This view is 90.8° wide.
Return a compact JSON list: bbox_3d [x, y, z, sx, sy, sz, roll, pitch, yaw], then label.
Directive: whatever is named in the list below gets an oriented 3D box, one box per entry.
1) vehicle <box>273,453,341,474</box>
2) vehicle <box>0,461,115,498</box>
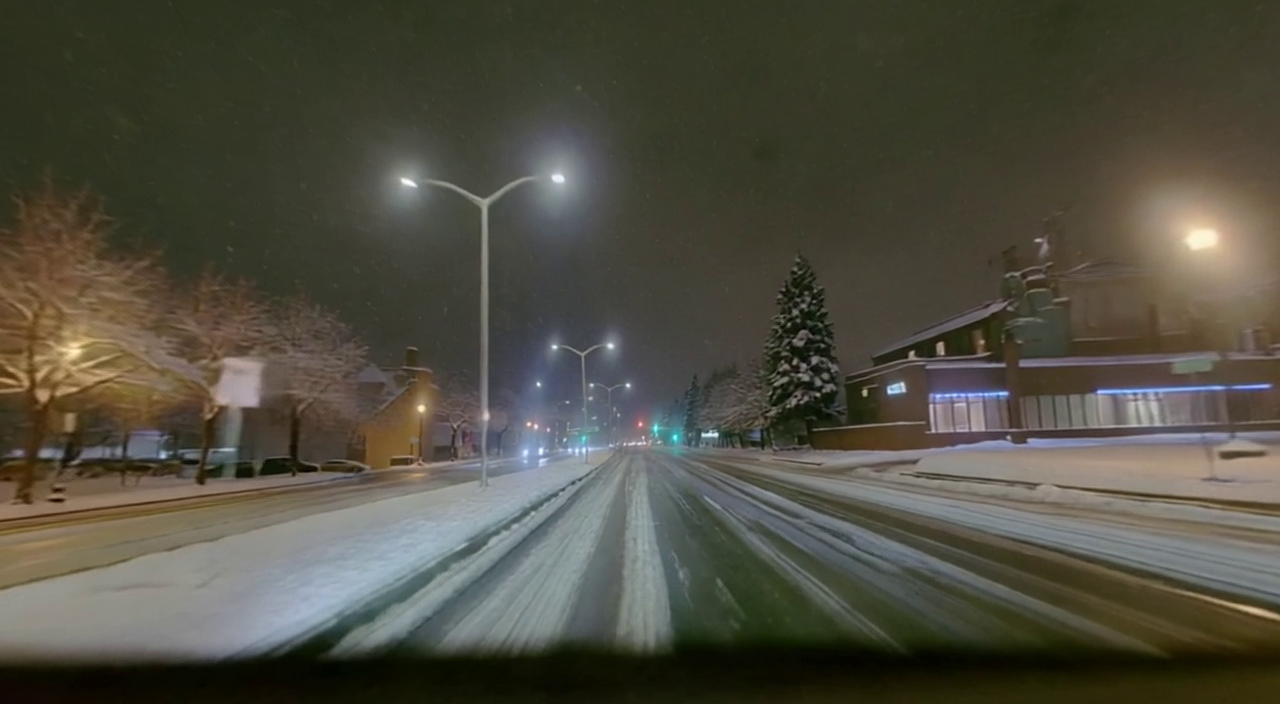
[{"bbox_3d":[-25.241,8.462,48.098,4.296,1.406,1.920,3,-9,-20],"label":"vehicle"},{"bbox_3d":[-26.394,5.563,27.707,4.680,1.443,1.960,3,-9,-22],"label":"vehicle"}]
